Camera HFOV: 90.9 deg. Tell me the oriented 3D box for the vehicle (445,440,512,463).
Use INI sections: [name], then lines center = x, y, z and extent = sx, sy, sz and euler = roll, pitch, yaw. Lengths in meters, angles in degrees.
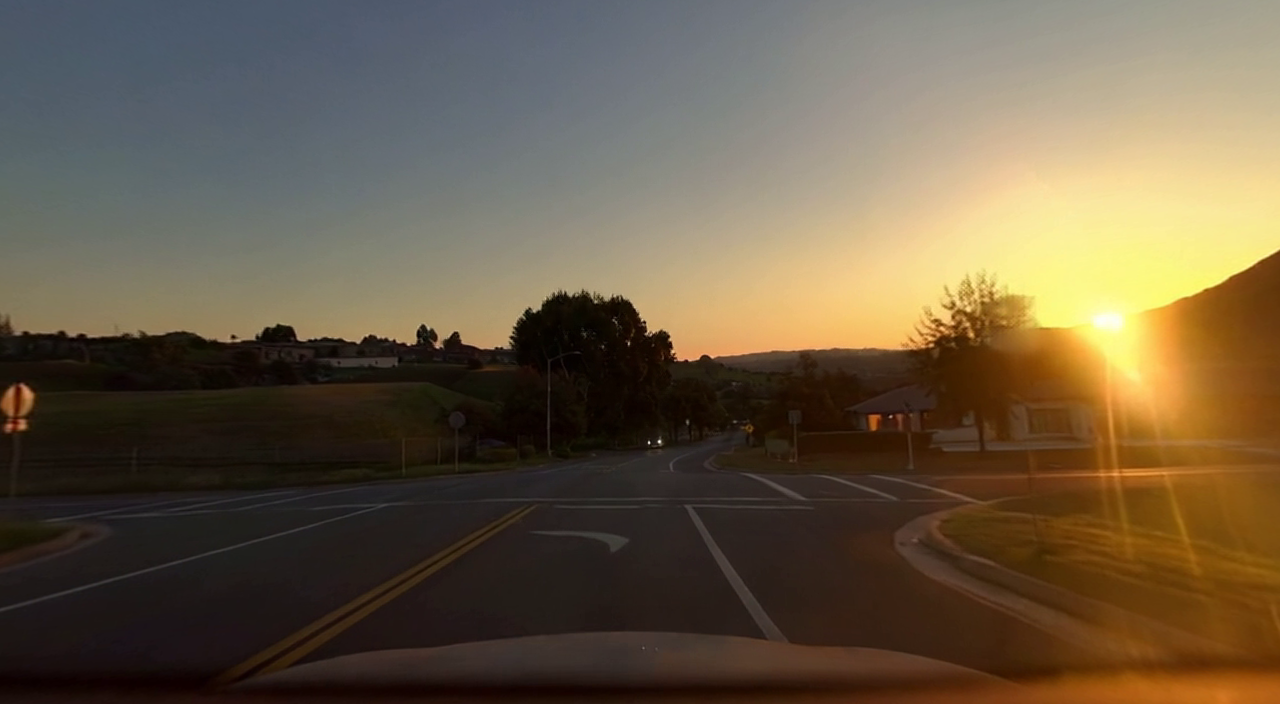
[vehicle]
center = -12.679, 7.816, 49.685
extent = 4.702, 1.761, 1.978
euler = 0, -8, 3
